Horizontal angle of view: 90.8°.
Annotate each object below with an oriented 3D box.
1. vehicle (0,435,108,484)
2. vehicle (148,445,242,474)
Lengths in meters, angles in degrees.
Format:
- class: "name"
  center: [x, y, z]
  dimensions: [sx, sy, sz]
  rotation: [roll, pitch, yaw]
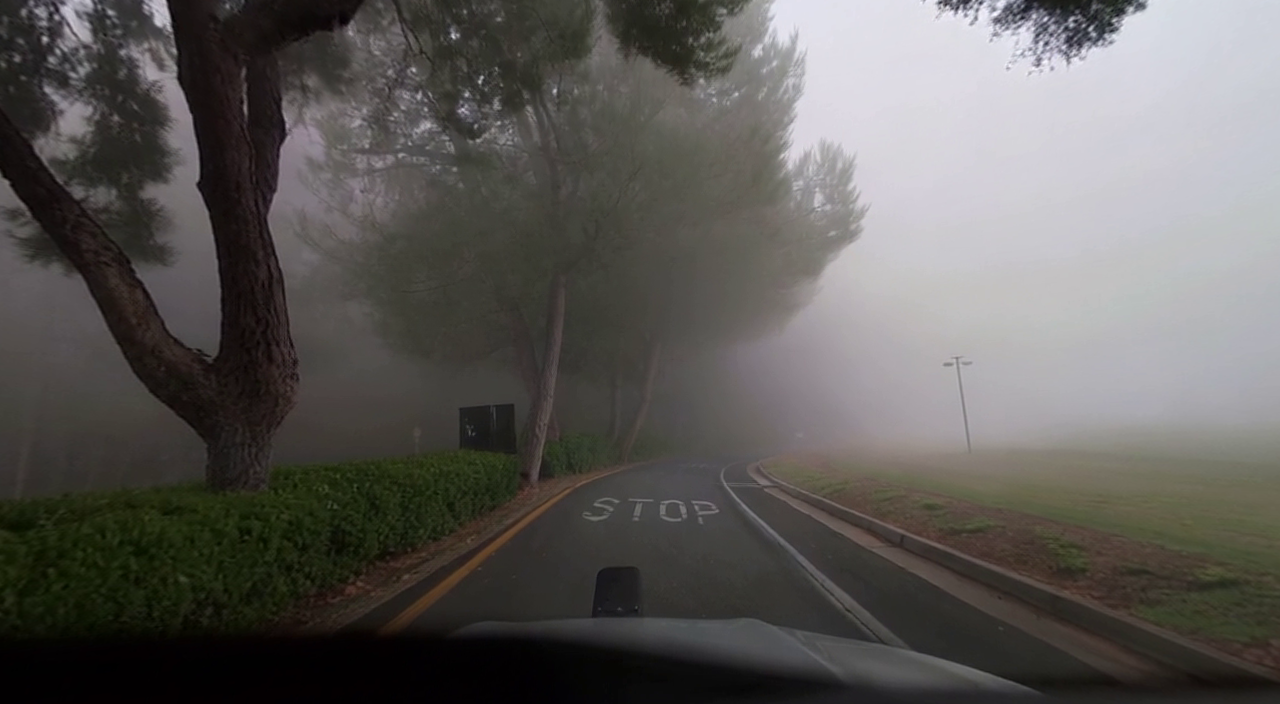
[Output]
- class: "vehicle"
  center: [-28.398, 5.097, 29.978]
  dimensions: [4.733, 1.892, 1.939]
  rotation: [-4, -4, 2]
- class: "vehicle"
  center: [-25.908, 6.260, 36.893]
  dimensions: [4.007, 1.459, 1.952]
  rotation: [-2, -8, 0]
